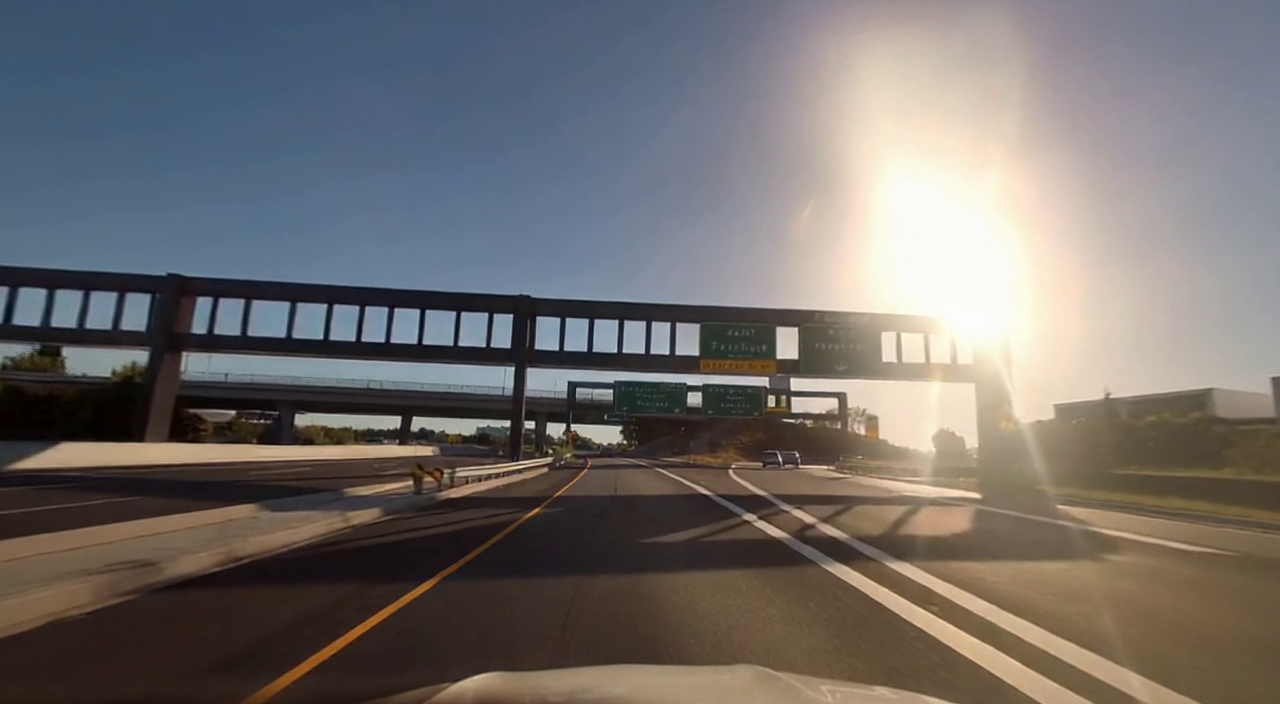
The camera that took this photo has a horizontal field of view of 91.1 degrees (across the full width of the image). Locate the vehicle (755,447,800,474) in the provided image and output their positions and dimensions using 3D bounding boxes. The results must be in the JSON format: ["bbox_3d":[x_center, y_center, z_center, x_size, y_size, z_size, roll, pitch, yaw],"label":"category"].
[{"bbox_3d":[7.896,6.271,36.422,2.129,1.444,3.649,-2,-9,7],"label":"vehicle"}]
